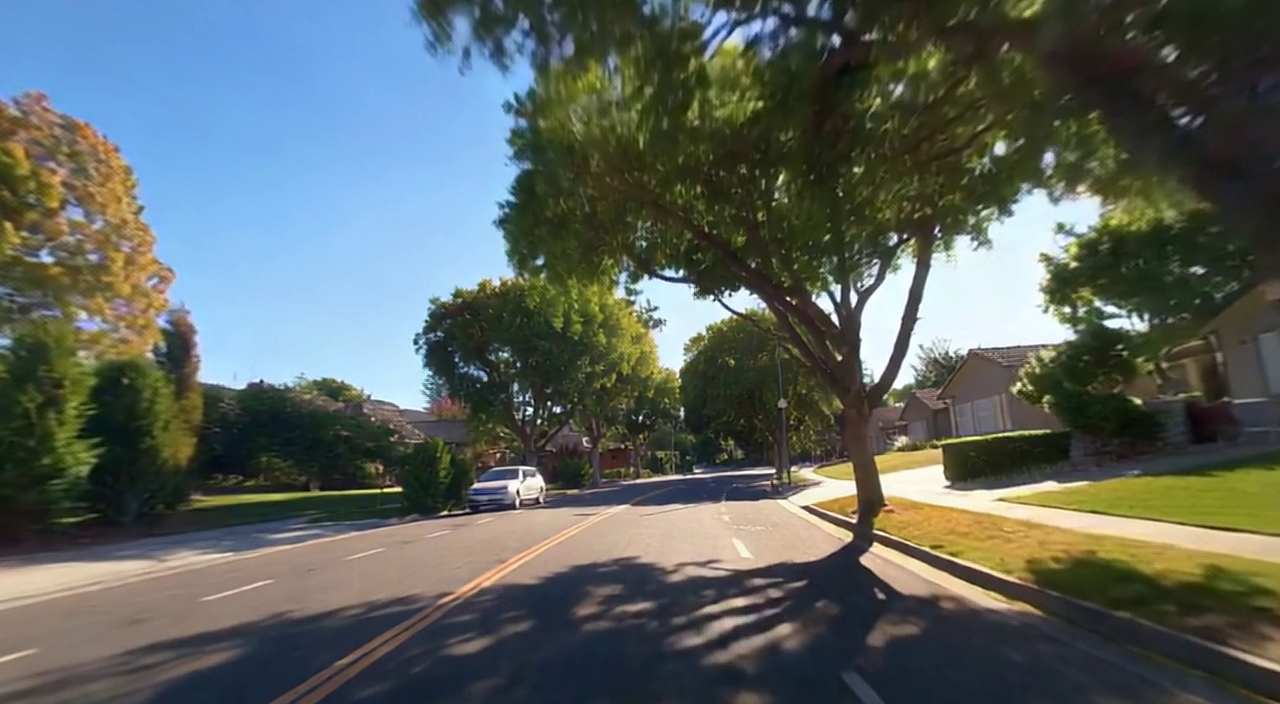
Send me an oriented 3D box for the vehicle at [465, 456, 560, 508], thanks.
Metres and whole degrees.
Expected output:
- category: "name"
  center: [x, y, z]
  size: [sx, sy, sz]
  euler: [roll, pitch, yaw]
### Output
- category: "vehicle"
  center: [-4.546, 4.780, 23.289]
  size: [2.002, 1.601, 5.012]
  euler: [-3, -11, 6]
